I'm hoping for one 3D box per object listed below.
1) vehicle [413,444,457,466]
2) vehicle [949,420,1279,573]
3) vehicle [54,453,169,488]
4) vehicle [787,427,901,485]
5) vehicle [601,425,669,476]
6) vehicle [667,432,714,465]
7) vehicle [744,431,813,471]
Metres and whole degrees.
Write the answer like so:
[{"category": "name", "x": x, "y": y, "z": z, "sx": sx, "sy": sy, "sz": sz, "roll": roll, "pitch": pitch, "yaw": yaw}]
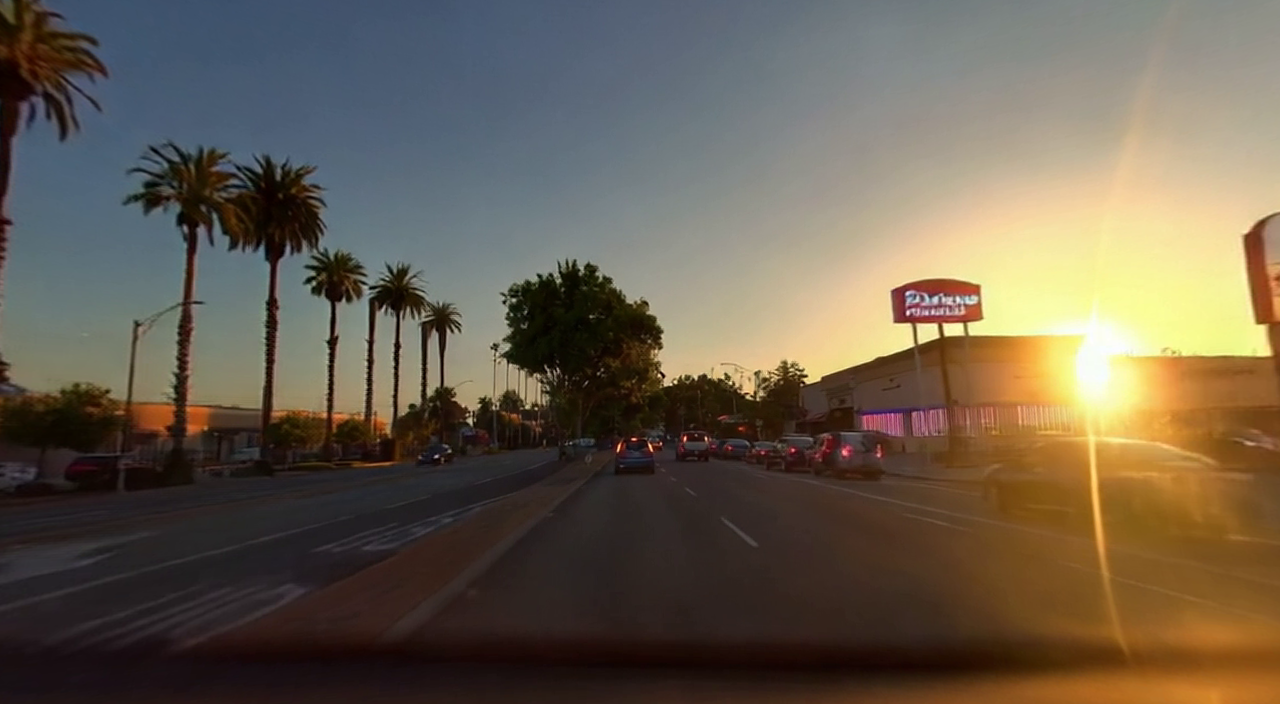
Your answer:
[{"category": "vehicle", "x": -15.238, "y": 7.693, "z": 47.235, "sx": 1.875, "sy": 1.513, "sz": 4.260, "roll": 0, "pitch": -9, "yaw": -1}, {"category": "vehicle", "x": 6.592, "y": 1.786, "z": 8.724, "sx": 2.038, "sy": 1.476, "sz": 5.032, "roll": 0, "pitch": -9, "yaw": -1}, {"category": "vehicle", "x": -27.929, "y": 6.257, "z": 33.502, "sx": 4.139, "sy": 1.702, "sz": 2.040, "roll": 0, "pitch": -9, "yaw": -3}, {"category": "vehicle", "x": 6.495, "y": 3.391, "z": 20.797, "sx": 2.100, "sy": 1.675, "sz": 4.536, "roll": 0, "pitch": -9, "yaw": -2}, {"category": "vehicle", "x": -0.232, "y": 3.942, "z": 25.299, "sx": 2.428, "sy": 1.816, "sz": 4.959, "roll": 0, "pitch": -9, "yaw": -1}, {"category": "vehicle", "x": 2.827, "y": 5.542, "z": 36.344, "sx": 2.187, "sy": 1.777, "sz": 4.444, "roll": 0, "pitch": -9, "yaw": -2}, {"category": "vehicle", "x": 6.366, "y": 4.619, "z": 29.625, "sx": 2.001, "sy": 1.692, "sz": 4.800, "roll": 0, "pitch": -9, "yaw": -2}]
